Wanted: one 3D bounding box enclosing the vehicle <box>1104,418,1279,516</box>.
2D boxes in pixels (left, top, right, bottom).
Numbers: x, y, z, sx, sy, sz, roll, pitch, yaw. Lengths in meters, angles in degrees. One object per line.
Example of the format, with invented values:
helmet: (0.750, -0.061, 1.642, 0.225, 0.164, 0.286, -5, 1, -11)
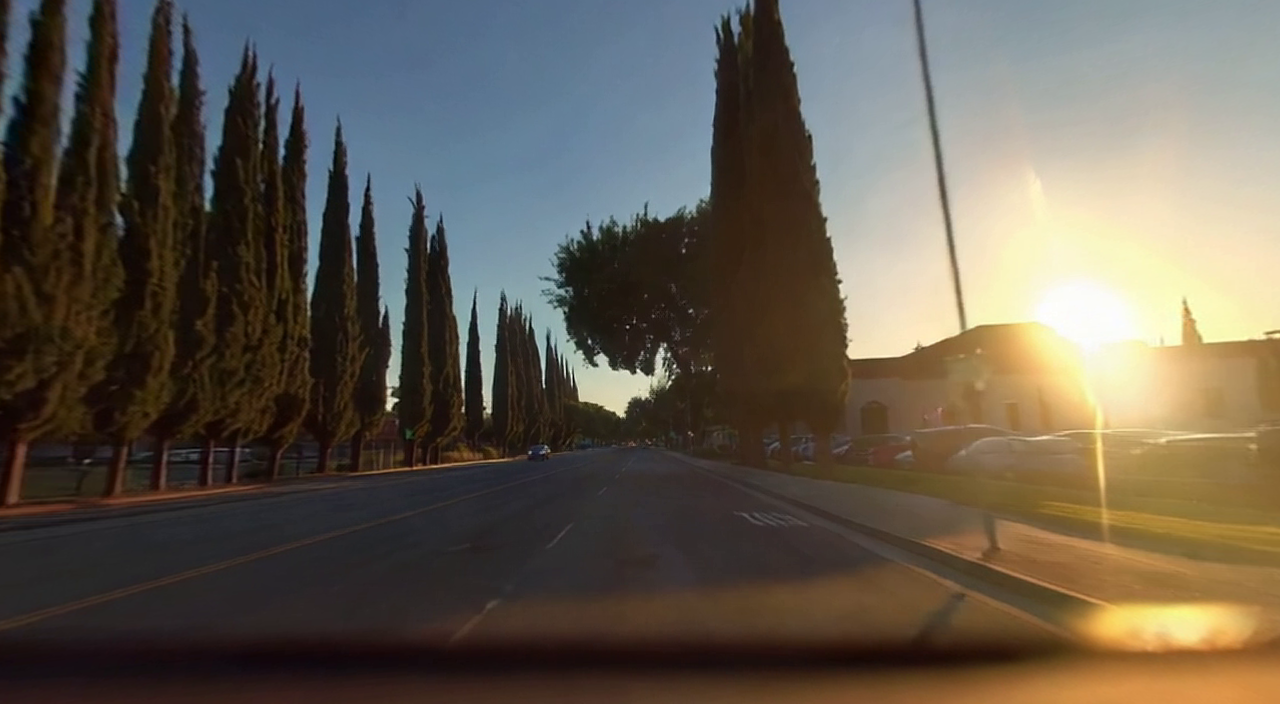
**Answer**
vehicle: (11.171, 2.011, 11.008, 4.463, 1.540, 1.945, 0, -10, 3)
